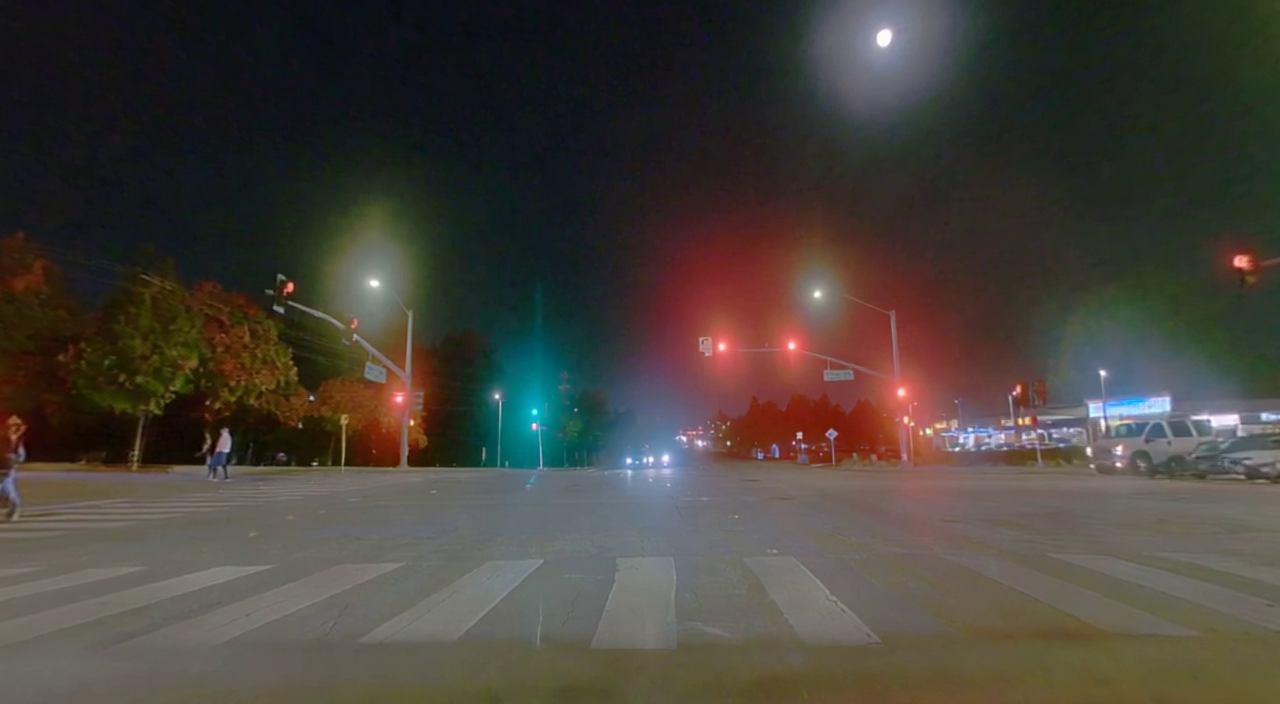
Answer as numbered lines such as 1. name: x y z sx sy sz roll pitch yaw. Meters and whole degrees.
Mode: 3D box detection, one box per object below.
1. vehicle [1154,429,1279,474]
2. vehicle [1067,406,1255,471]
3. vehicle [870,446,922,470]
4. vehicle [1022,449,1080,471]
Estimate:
1. vehicle: 20.956 3.407 21.733 4.740 1.464 1.876 -1 -9 3
2. vehicle: 22.942 3.862 28.097 5.855 2.746 2.523 -1 -9 3
3. vehicle: 17.518 7.245 43.497 1.789 1.557 4.293 0 -9 0
4. vehicle: 27.698 7.267 42.692 1.589 1.405 3.633 -1 -9 4
